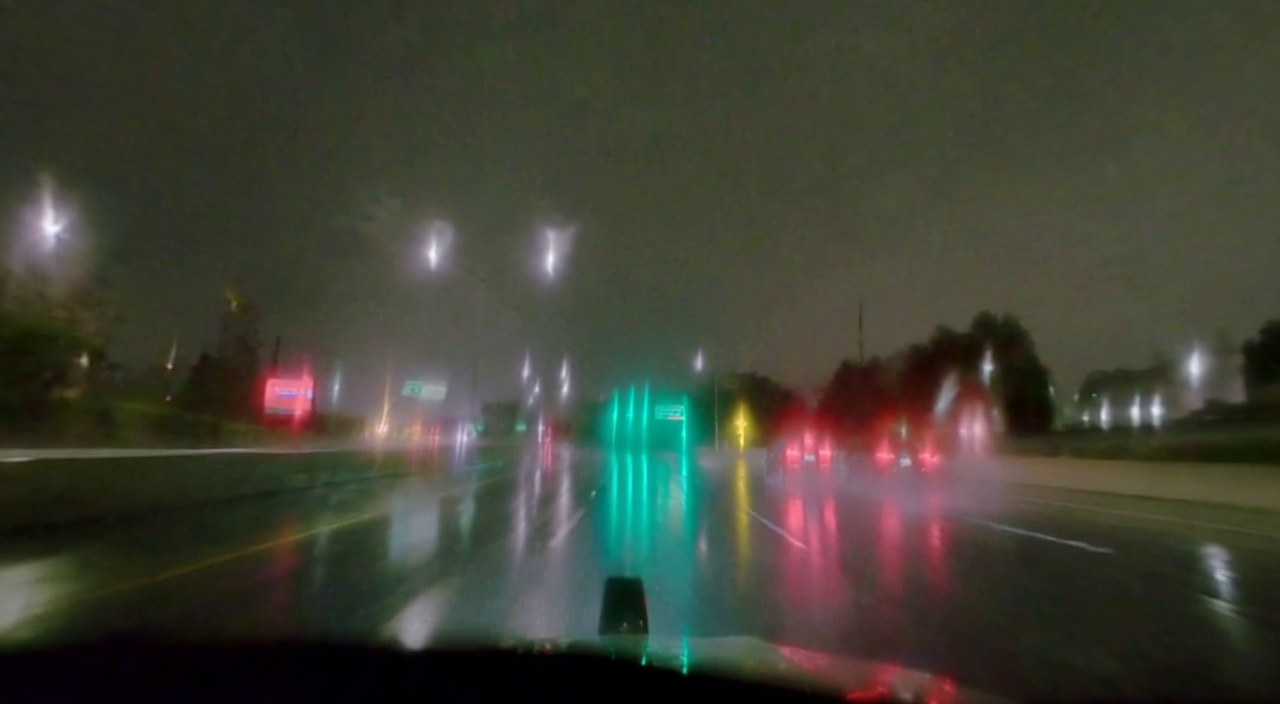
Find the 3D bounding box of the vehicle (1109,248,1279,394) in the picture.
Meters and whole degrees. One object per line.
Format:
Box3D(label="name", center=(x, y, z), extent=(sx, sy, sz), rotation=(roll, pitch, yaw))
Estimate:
Box3D(label="vehicle", center=(24.614, -1.434, 22.408), extent=(2.893, 4.671, 14.157), rotation=(4, -9, -11))
